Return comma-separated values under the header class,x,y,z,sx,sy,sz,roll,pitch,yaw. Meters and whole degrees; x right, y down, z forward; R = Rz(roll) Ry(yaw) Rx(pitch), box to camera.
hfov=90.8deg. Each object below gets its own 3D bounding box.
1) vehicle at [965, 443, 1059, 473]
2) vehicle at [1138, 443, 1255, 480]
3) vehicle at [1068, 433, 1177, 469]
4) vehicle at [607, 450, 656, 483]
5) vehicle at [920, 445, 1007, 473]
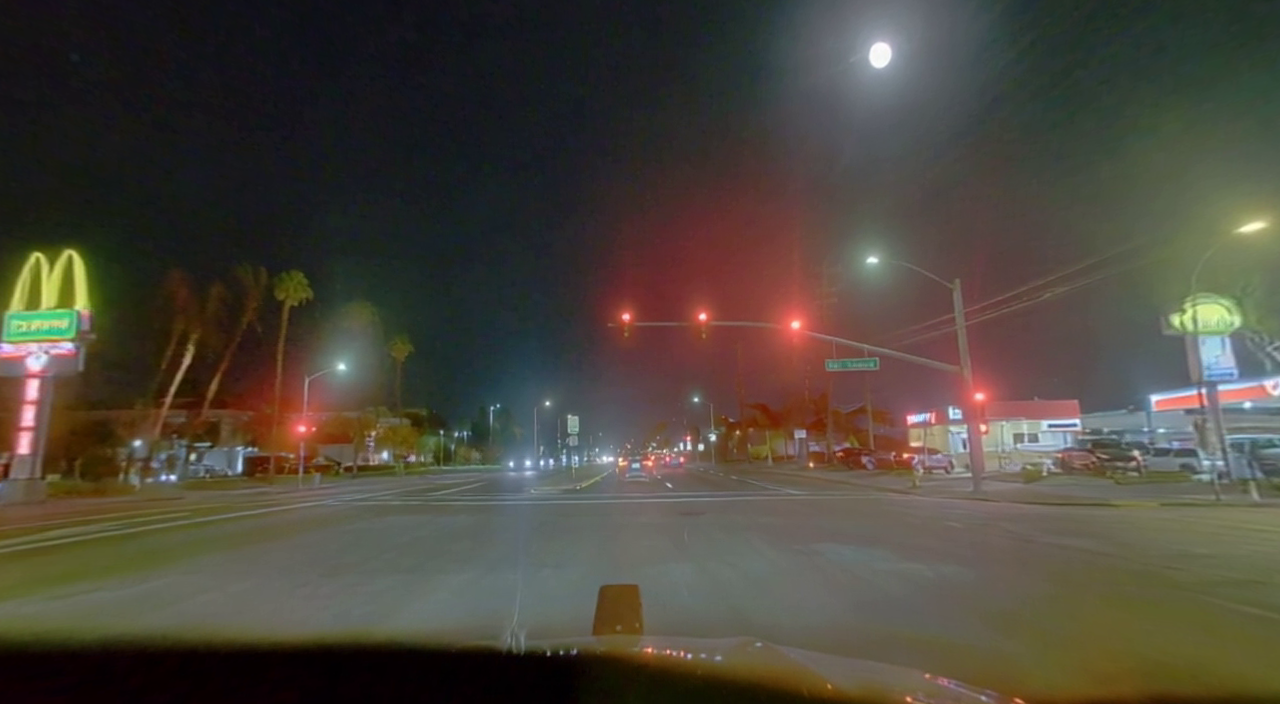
class,x,y,z,sx,sy,sz,roll,pitch,yaw
vehicle,19.403,5.521,33.145,3.833,1.495,1.892,-3,-9,16
vehicle,24.096,4.734,27.537,1.738,1.462,3.609,0,-9,0
vehicle,24.361,5.030,32.007,3.783,1.560,1.853,-4,-10,9
vehicle,-0.458,5.700,31.671,2.270,1.475,4.571,0,-9,-2
vehicle,18.327,6.062,35.942,3.962,1.529,1.867,-1,-9,9
